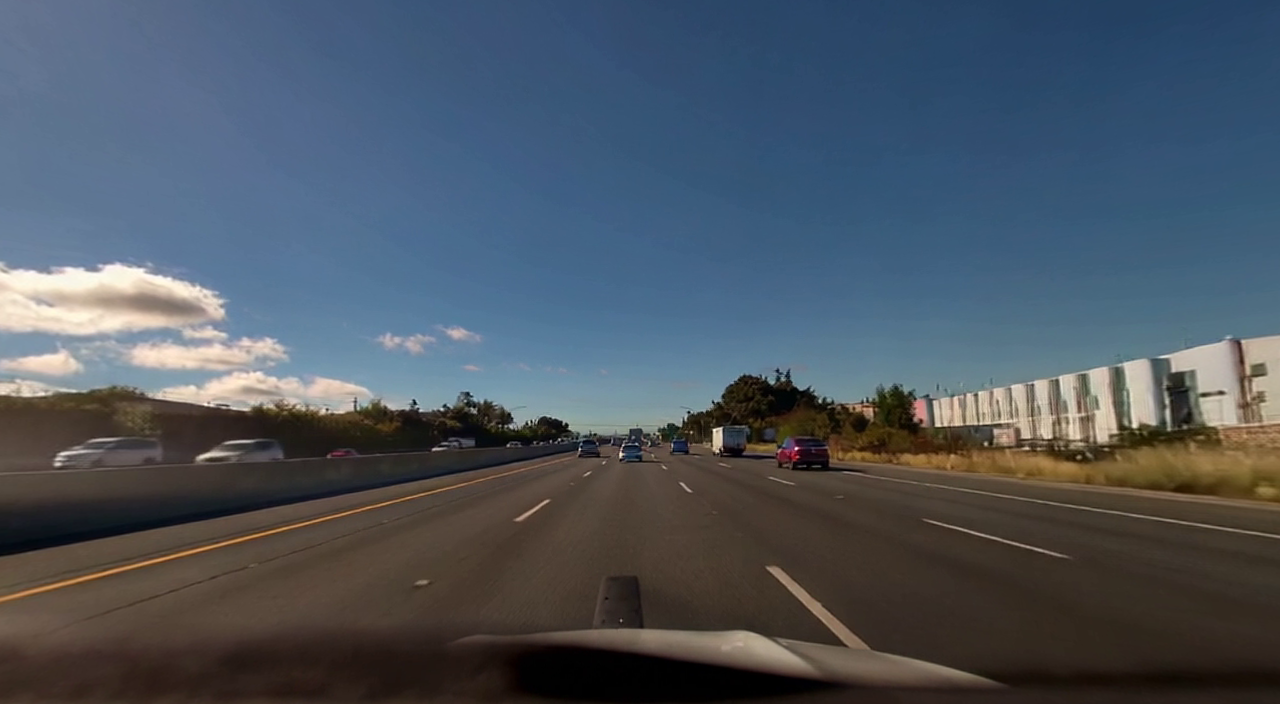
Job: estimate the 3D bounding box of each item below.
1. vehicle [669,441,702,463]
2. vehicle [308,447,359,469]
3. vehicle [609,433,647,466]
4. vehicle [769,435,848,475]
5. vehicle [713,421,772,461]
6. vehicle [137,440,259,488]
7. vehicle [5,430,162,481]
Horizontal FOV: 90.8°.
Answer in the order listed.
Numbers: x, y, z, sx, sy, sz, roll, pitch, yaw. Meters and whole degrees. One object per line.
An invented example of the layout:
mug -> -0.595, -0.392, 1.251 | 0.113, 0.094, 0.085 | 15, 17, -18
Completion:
vehicle -> 2.979, 6.621, 41.954 | 1.816, 1.353, 3.809 | 0, -9, -2
vehicle -> -22.242, 7.682, 45.966 | 1.892, 1.447, 3.595 | 0, -9, -1
vehicle -> -0.672, 5.489, 35.641 | 2.002, 1.759, 4.658 | 0, -9, -1
vehicle -> 6.682, 4.144, 25.588 | 1.879, 1.428, 4.402 | 0, -9, -2
vehicle -> 6.824, 6.109, 42.969 | 2.790, 2.473, 6.815 | 0, -9, 0
vehicle -> -14.109, 3.574, 20.392 | 1.546, 1.405, 3.307 | 0, -9, -1
vehicle -> -29.532, 5.520, 33.971 | 2.378, 2.420, 6.571 | 0, -9, 0
